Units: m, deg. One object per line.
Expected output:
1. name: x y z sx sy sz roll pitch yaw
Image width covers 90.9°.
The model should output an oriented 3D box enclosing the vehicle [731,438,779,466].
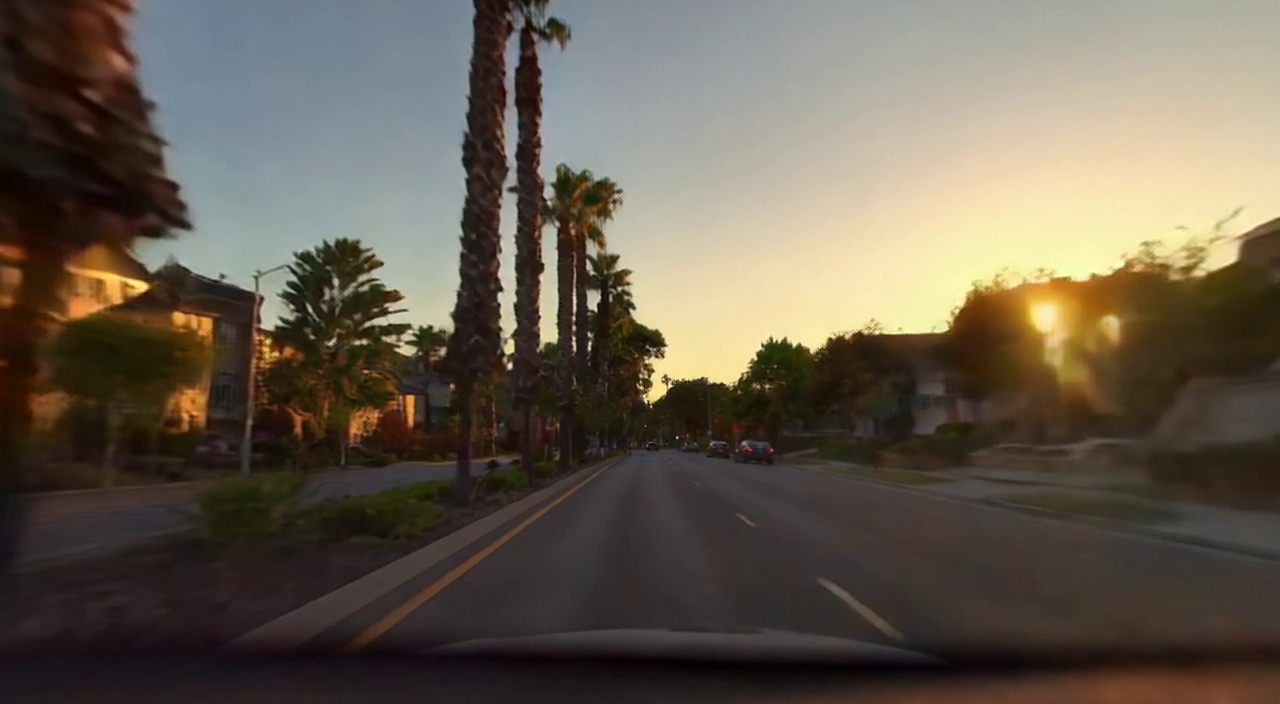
1. vehicle: 7.181 6.281 39.862 2.126 1.639 4.539 0 -8 0
